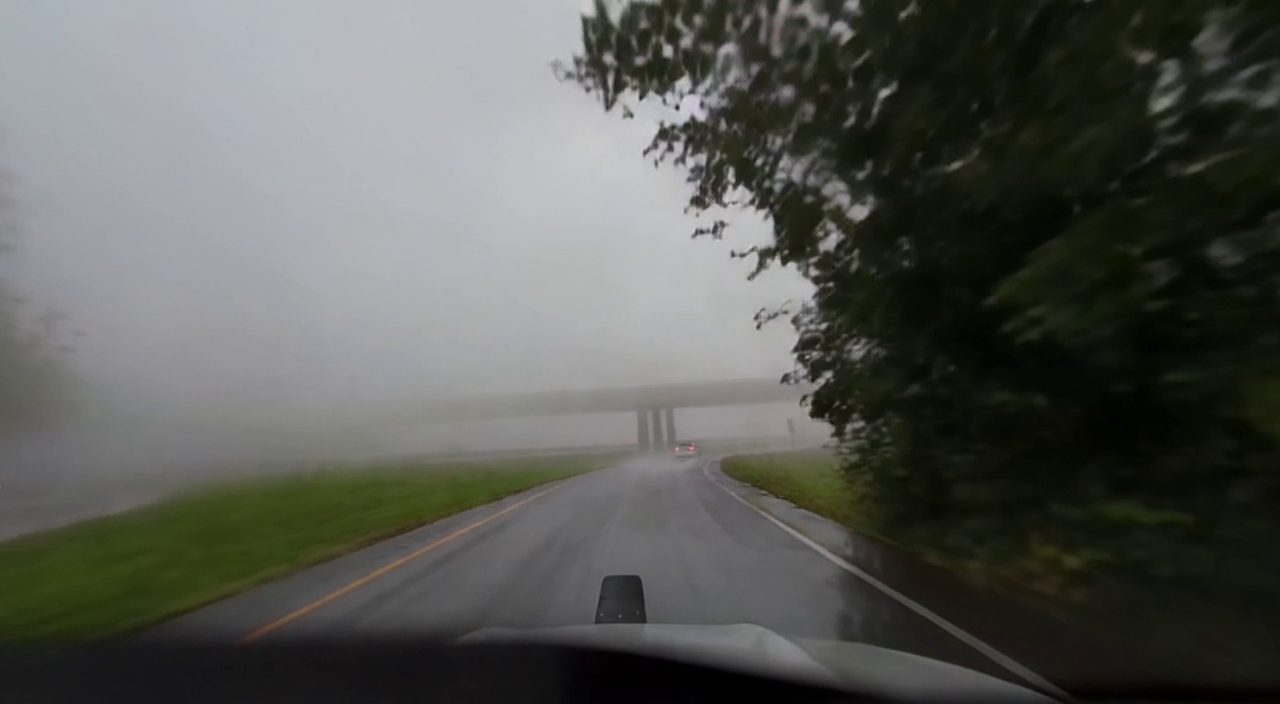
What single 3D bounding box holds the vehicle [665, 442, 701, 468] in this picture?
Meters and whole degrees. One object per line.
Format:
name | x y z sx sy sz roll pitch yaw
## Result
vehicle | 2.605 6.056 37.082 1.980 1.449 3.650 -1 -9 5
